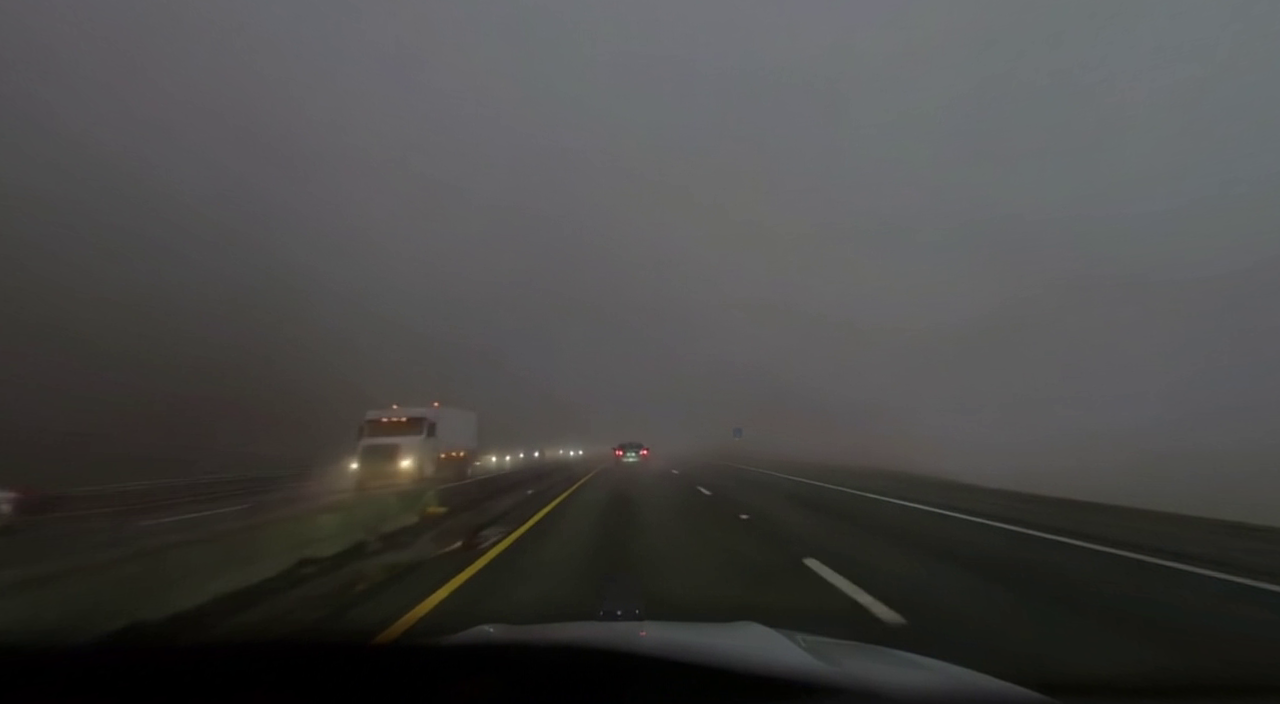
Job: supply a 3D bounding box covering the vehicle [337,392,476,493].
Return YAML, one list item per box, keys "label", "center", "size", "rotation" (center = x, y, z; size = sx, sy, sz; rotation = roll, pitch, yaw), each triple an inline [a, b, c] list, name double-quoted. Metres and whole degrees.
- label: "vehicle"
  center: [-8.819, 3.563, 24.771]
  size: [2.739, 3.387, 7.184]
  rotation: [0, -8, -1]

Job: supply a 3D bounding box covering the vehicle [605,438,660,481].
- label: "vehicle"
  center: [-0.313, 4.171, 24.607]
  size: [1.971, 1.518, 4.108]
  rotation: [0, -8, -1]

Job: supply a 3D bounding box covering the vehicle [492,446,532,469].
- label: "vehicle"
  center: [-9.126, 7.538, 44.977]
  size: [1.923, 1.545, 4.492]
  rotation: [0, -8, 0]
